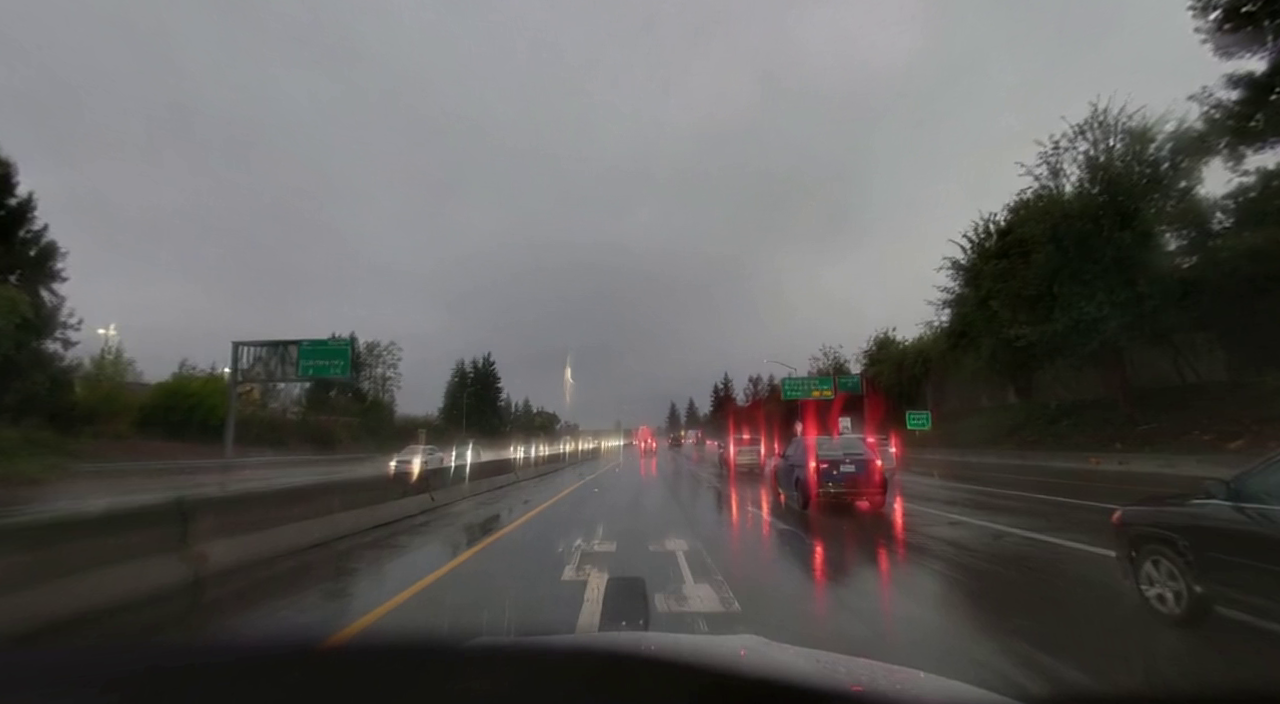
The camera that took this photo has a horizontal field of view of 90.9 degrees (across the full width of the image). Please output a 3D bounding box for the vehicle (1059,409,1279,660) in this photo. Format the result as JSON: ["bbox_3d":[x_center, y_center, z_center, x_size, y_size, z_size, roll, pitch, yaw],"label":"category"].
[{"bbox_3d":[5.028,1.052,3.403,2.143,1.516,4.533,1,-8,-5],"label":"vehicle"}]

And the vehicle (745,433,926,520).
[{"bbox_3d":[3.707,2.445,13.042,2.198,1.467,4.675,0,-8,-1],"label":"vehicle"}]

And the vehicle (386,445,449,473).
[{"bbox_3d":[-12.944,6.242,37.009,1.902,1.474,4.752,0,-8,1],"label":"vehicle"}]
